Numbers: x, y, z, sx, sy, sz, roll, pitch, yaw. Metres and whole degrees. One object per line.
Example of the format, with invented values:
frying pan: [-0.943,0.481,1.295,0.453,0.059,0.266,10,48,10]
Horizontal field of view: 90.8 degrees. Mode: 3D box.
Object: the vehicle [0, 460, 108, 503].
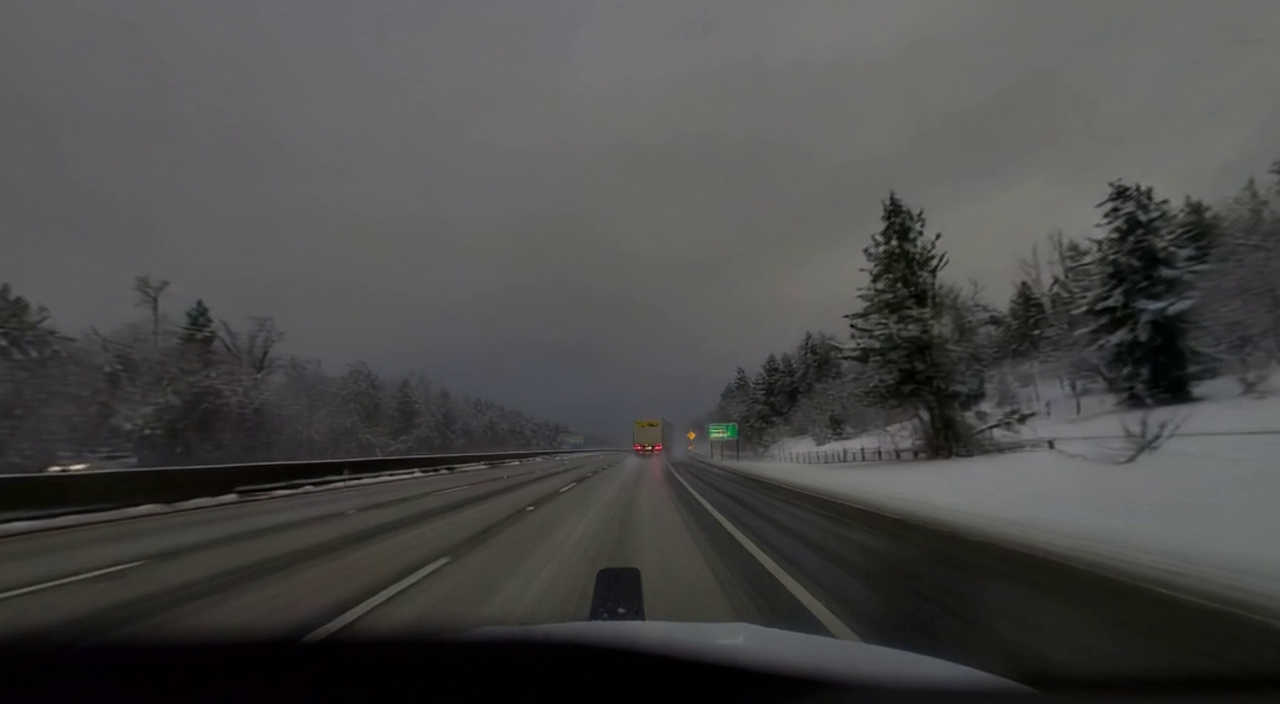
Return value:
vehicle: [-23.675,5.004,24.764,1.791,1.472,4.210,0,-9,1]
